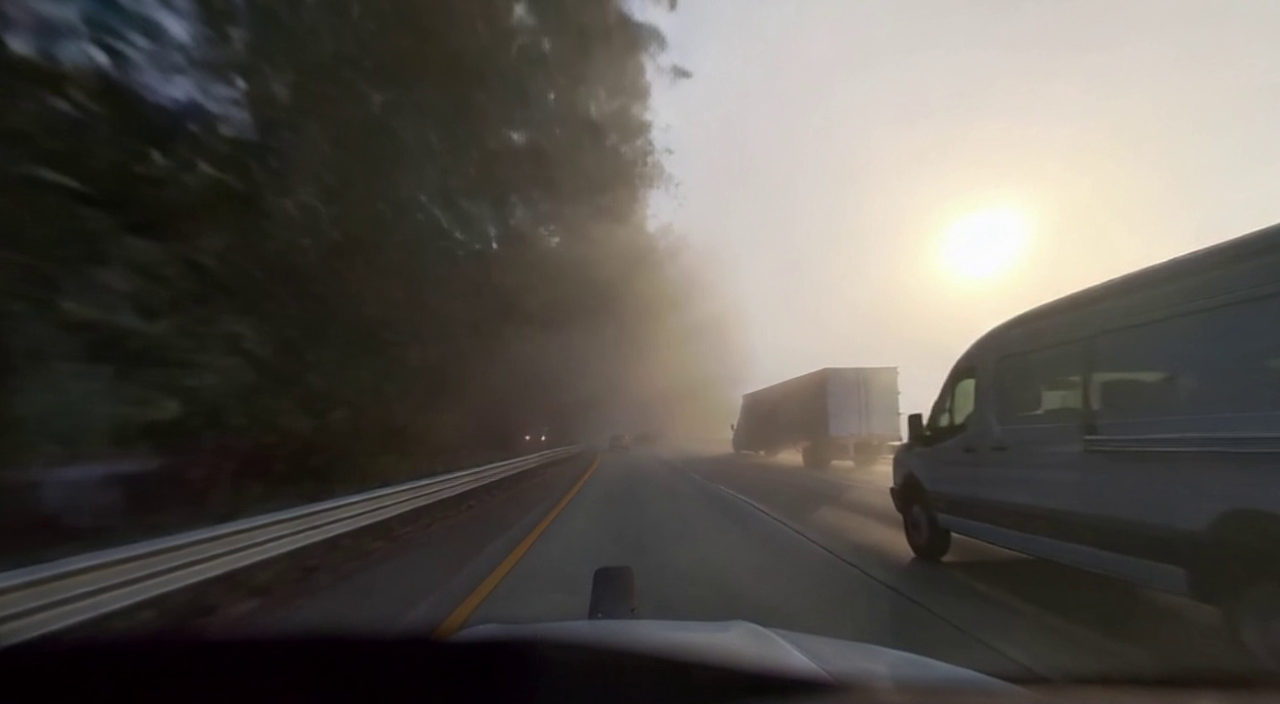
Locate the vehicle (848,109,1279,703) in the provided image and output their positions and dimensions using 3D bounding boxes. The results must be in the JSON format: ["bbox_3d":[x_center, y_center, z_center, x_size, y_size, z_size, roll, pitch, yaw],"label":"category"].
[{"bbox_3d":[3.442,0.593,3.632,2.436,2.521,5.409,0,-8,-2],"label":"vehicle"}]

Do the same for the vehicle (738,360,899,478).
[{"bbox_3d":[7.301,3.277,29.093,2.888,4.093,14.227,0,-8,-2],"label":"vehicle"}]

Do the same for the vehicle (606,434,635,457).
[{"bbox_3d":[-1.501,7.019,47.476,2.088,1.671,4.068,0,-8,-2],"label":"vehicle"}]
